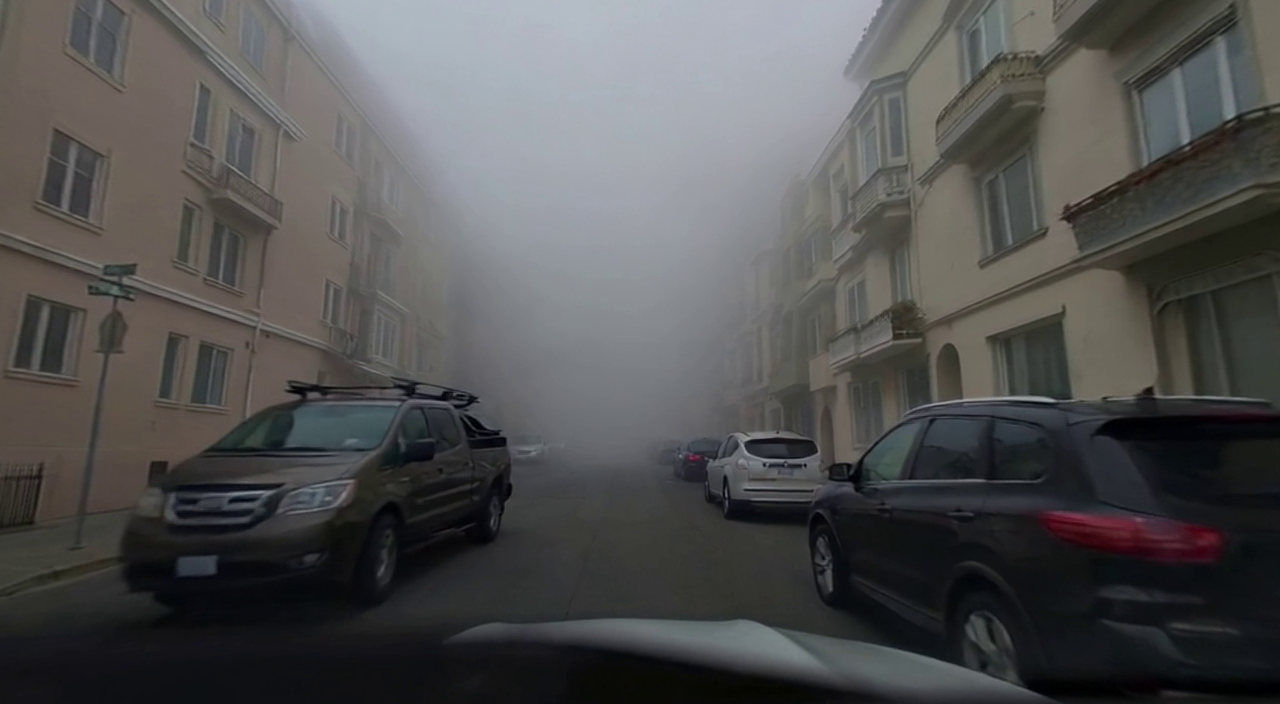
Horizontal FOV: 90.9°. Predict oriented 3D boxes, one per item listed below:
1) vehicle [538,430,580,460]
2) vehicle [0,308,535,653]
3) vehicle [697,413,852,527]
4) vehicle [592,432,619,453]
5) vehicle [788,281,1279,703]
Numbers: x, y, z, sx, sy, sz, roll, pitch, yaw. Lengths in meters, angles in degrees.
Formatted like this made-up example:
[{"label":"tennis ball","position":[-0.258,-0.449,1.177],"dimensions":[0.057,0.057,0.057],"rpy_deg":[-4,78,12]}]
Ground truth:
[{"label":"vehicle","position":[-4.795,5.563,37.648],"dimensions":[1.872,1.484,3.978],"rpy_deg":[5,-9,0]},{"label":"vehicle","position":[-2.784,1.132,6.638],"dimensions":[2.195,2.103,5.420],"rpy_deg":[0,-8,3]},{"label":"vehicle","position":[2.181,2.028,11.408],"dimensions":[1.839,1.678,3.918],"rpy_deg":[0,-8,-2]},{"label":"vehicle","position":[-2.619,6.991,48.582],"dimensions":[1.845,1.544,3.388],"rpy_deg":[0,-8,0]},{"label":"vehicle","position":[2.245,0.942,3.476],"dimensions":[1.897,1.717,4.028],"rpy_deg":[0,-8,0]}]
